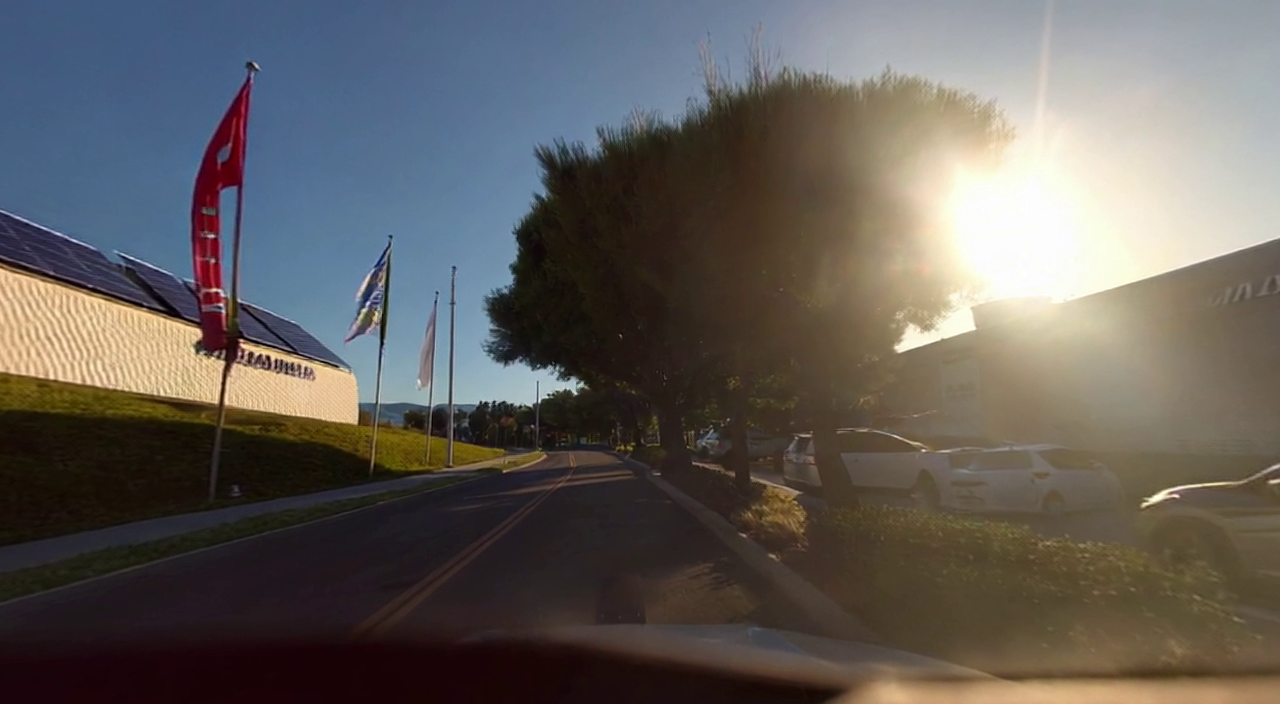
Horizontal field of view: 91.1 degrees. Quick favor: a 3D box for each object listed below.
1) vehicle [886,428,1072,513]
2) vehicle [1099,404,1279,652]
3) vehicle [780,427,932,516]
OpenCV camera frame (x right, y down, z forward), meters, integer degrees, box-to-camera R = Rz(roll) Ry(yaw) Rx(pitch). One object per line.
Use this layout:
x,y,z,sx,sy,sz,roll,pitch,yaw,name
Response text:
7.913,2.810,15.312,1.924,1.713,4.627,0,-9,0,vehicle
6.531,1.317,4.552,2.113,1.945,4.546,4,-10,-26,vehicle
5.112,2.884,15.606,1.977,1.860,4.237,0,-9,-4,vehicle
